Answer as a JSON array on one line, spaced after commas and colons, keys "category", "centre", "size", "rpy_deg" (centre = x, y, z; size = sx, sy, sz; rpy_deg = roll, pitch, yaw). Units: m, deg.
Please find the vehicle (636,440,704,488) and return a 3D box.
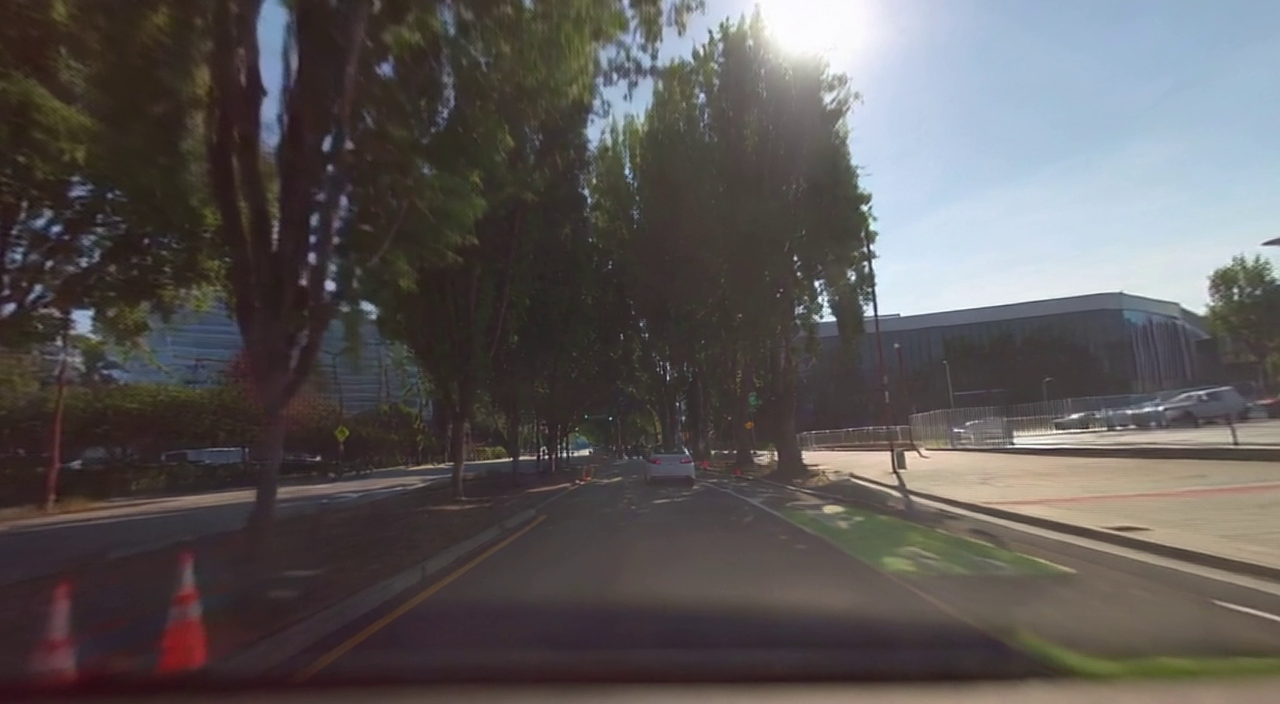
[{"category": "vehicle", "centre": [0.945, 3.877, 22.247], "size": [2.114, 1.493, 4.430], "rpy_deg": [0, -8, -1]}]
